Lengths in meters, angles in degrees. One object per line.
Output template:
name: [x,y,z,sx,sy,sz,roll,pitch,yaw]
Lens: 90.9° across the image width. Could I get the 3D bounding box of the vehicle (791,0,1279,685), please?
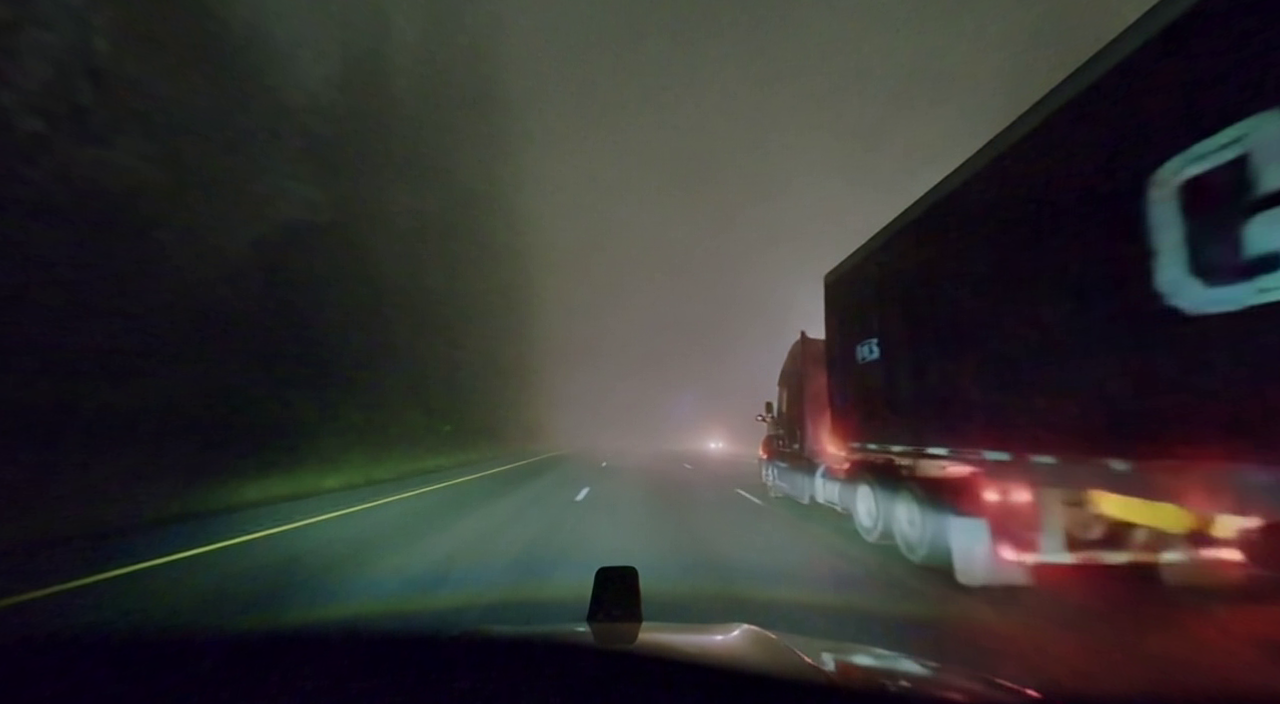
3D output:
vehicle: [4.674,0.344,7.568,2.985,3.892,9.938,0,-8,-2]
